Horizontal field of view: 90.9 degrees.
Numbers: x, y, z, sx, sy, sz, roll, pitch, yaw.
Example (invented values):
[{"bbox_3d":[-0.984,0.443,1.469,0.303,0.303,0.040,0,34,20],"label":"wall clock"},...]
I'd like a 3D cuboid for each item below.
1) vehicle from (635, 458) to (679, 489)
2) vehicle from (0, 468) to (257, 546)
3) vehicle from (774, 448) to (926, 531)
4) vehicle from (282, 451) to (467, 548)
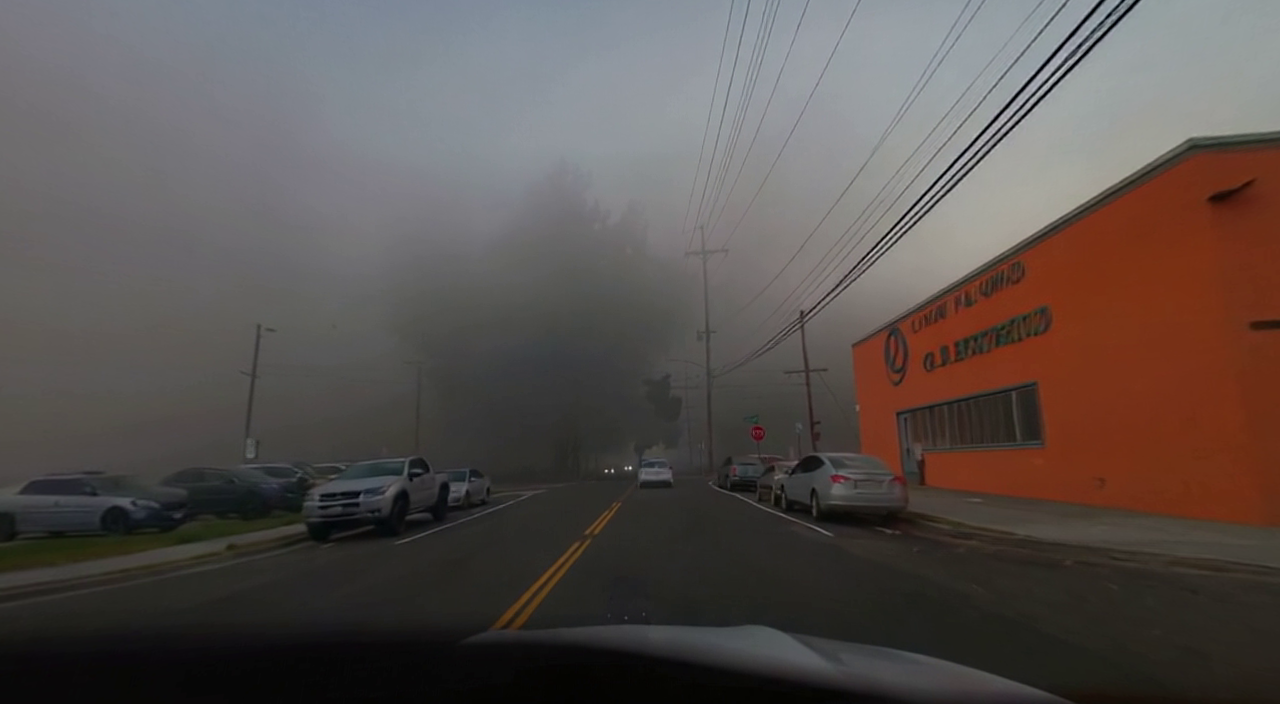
[{"bbox_3d":[1.038,6.709,35.143,2.033,1.464,4.645,-1,-9,7],"label":"vehicle"},{"bbox_3d":[-11.673,3.375,14.003,4.968,1.493,1.961,0,-8,-2],"label":"vehicle"},{"bbox_3d":[4.270,2.827,13.647,1.840,1.452,4.517,0,-8,2],"label":"vehicle"},{"bbox_3d":[-5.756,3.206,14.593,2.146,1.775,5.117,0,-8,-1],"label":"vehicle"}]
